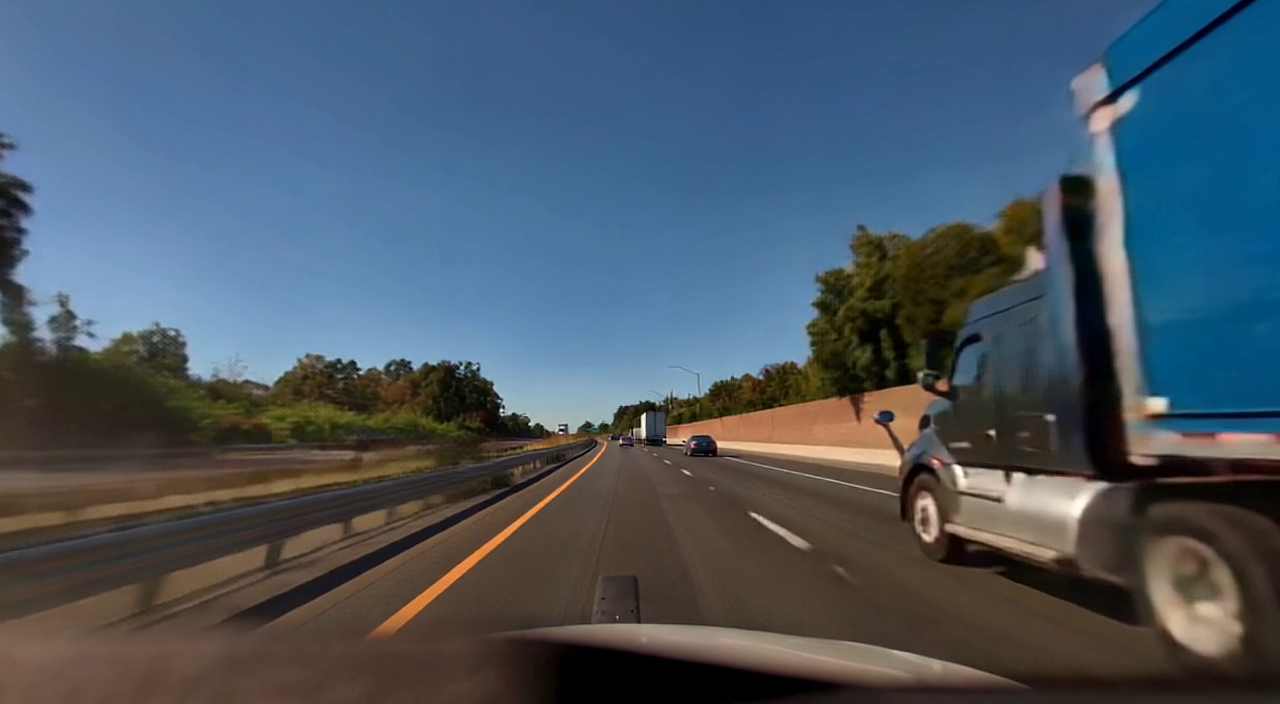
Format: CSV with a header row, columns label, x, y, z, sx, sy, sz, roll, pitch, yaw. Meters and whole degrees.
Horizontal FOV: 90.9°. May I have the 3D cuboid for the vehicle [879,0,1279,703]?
label,x,y,z,sx,sy,sz,roll,pitch,yaw
vehicle,4.303,-0.239,3.781,3.048,4.142,6.359,0,-7,-1

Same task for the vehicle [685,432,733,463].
label,x,y,z,sx,sy,sz,roll,pitch,yaw
vehicle,3.457,4.854,32.326,1.813,1.454,4.197,0,-7,-3
